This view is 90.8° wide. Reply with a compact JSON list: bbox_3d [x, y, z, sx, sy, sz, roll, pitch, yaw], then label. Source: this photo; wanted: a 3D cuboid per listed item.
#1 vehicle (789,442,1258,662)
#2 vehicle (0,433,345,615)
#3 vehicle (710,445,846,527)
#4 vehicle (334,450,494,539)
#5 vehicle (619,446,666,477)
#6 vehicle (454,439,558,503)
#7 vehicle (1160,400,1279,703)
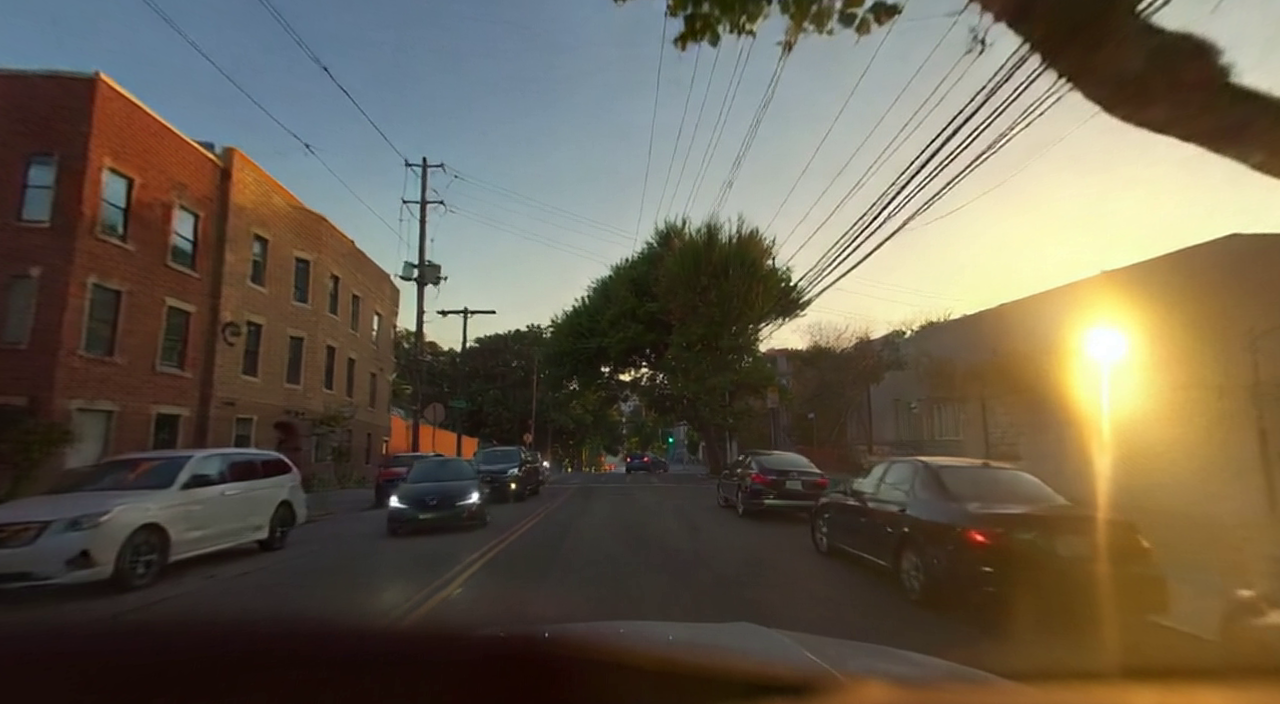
[{"bbox_3d":[3.198,1.716,6.733,1.946,1.474,4.710,0,-8,-2],"label":"vehicle"},{"bbox_3d":[-6.916,2.230,9.553,2.263,1.882,5.706,0,-8,-1],"label":"vehicle"},{"bbox_3d":[2.854,2.851,14.153,1.913,1.509,4.436,0,-8,-2],"label":"vehicle"},{"bbox_3d":[-5.062,2.900,13.693,1.994,1.510,4.802,6,-10,-34],"label":"vehicle"},{"bbox_3d":[0.220,6.460,37.532,2.059,1.736,3.994,-2,-9,11],"label":"vehicle"},{"bbox_3d":[-4.217,3.813,20.837,2.236,1.834,4.743,0,-8,2],"label":"vehicle"},{"bbox_3d":[3.302,0.708,0.603,1.895,1.553,4.235,0,-8,-2],"label":"vehicle"}]
